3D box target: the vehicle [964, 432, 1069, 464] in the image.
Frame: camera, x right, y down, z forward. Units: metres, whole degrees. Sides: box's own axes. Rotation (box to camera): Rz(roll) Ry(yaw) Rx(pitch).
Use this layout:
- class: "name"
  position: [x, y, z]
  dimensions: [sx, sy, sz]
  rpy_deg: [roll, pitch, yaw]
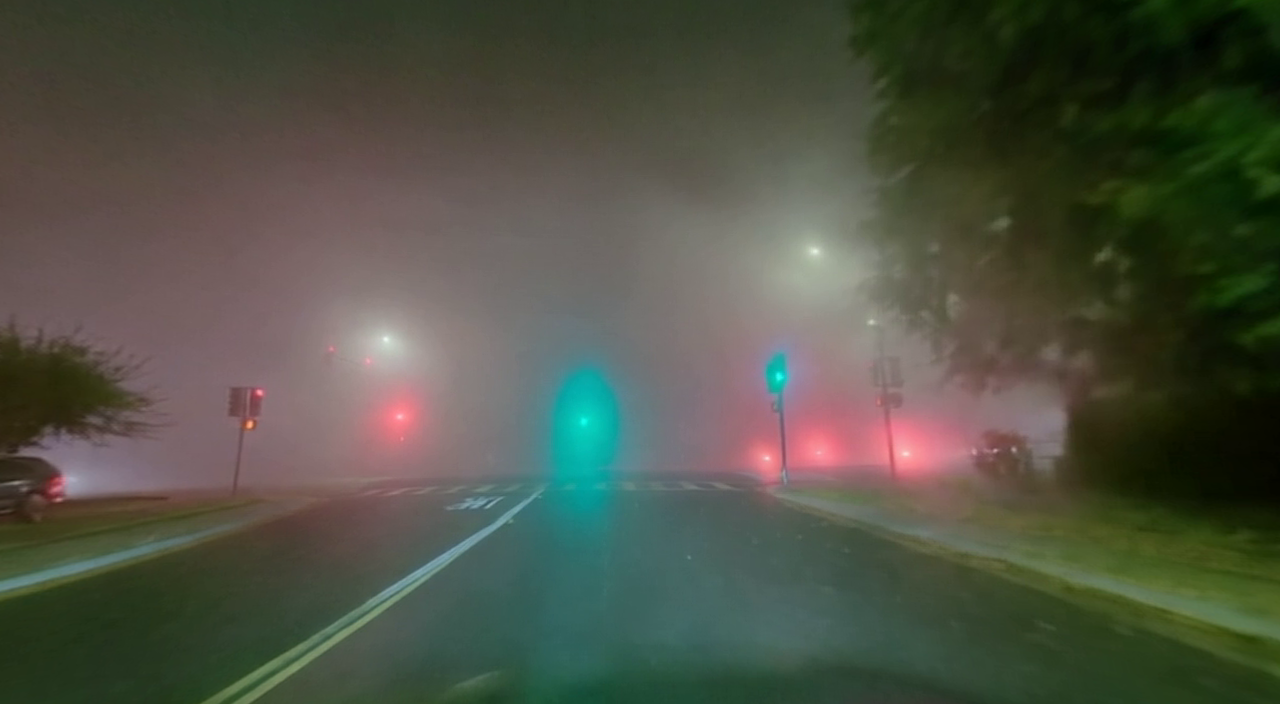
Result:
- class: "vehicle"
  position: [21.020, 5.371, 35.401]
  dimensions: [4.510, 1.673, 2.030]
  rpy_deg: [0, -8, -2]

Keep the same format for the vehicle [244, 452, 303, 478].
- class: "vehicle"
  position: [-28.208, 8.684, 48.734]
  dimensions: [1.967, 1.779, 4.159]
  rpy_deg: [0, -8, 1]

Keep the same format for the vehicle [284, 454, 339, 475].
- class: "vehicle"
  position: [-25.303, 8.684, 48.872]
  dimensions: [1.817, 1.488, 4.631]
  rpy_deg: [0, -8, -1]

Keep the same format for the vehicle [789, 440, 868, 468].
- class: "vehicle"
  position: [10.538, 5.732, 35.492]
  dimensions: [3.815, 1.504, 1.790]
  rpy_deg: [0, -8, 0]

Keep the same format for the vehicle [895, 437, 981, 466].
- class: "vehicle"
  position: [18.356, 6.156, 39.101]
  dimensions: [4.326, 1.672, 1.903]
  rpy_deg: [0, -8, 0]
